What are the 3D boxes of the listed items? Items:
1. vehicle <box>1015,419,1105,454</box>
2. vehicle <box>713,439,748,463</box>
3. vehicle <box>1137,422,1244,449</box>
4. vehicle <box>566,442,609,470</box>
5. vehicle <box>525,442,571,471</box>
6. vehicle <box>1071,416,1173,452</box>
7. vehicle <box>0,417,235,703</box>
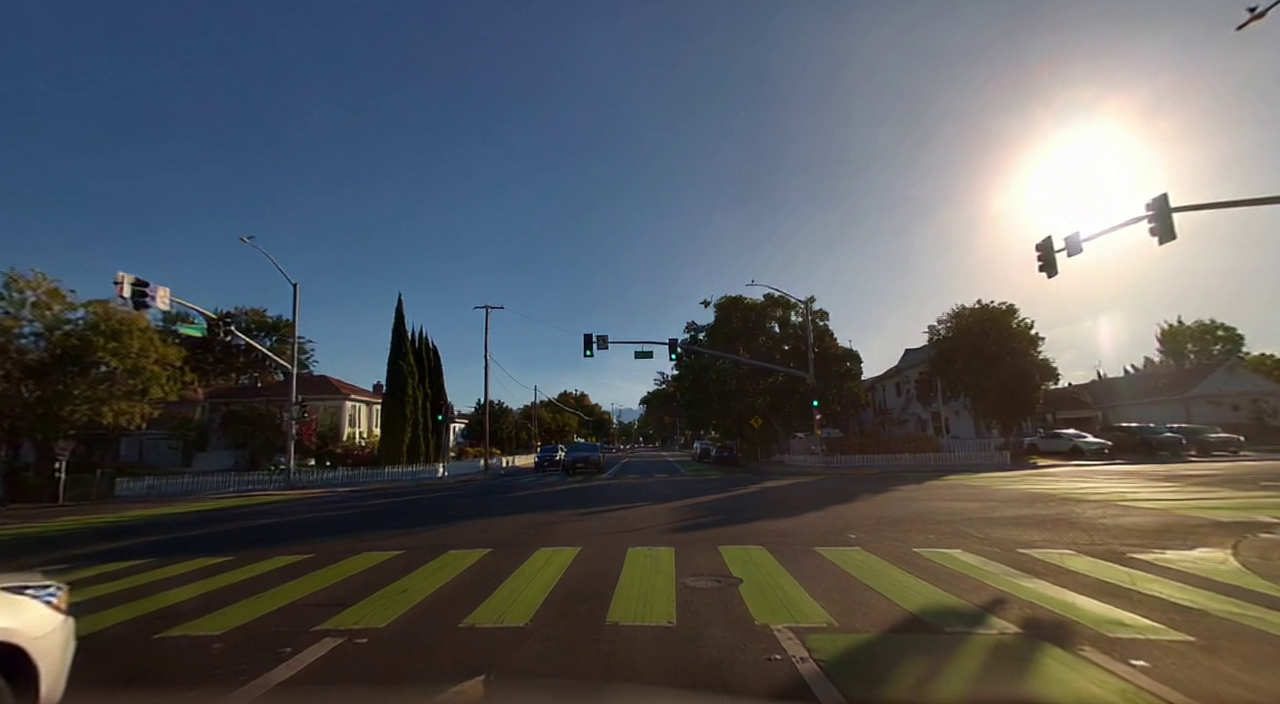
[{"bbox_3d":[23.227,4.734,35.029,1.964,1.759,4.583,-1,-8,3],"label":"vehicle"},{"bbox_3d":[6.232,6.877,43.681,1.891,1.584,3.802,0,-8,1],"label":"vehicle"},{"bbox_3d":[30.189,4.656,34.738,1.837,1.396,4.695,-1,-8,3],"label":"vehicle"},{"bbox_3d":[-2.912,5.888,35.833,1.982,1.472,4.103,-1,-8,2],"label":"vehicle"},{"bbox_3d":[-5.672,6.496,39.388,1.982,1.686,4.195,-1,-9,4],"label":"vehicle"},{"bbox_3d":[26.392,4.557,34.676,2.033,1.821,4.542,-1,-8,2],"label":"vehicle"},{"bbox_3d":[-3.414,0.846,1.320,1.904,1.489,4.746,0,-8,1],"label":"vehicle"}]
